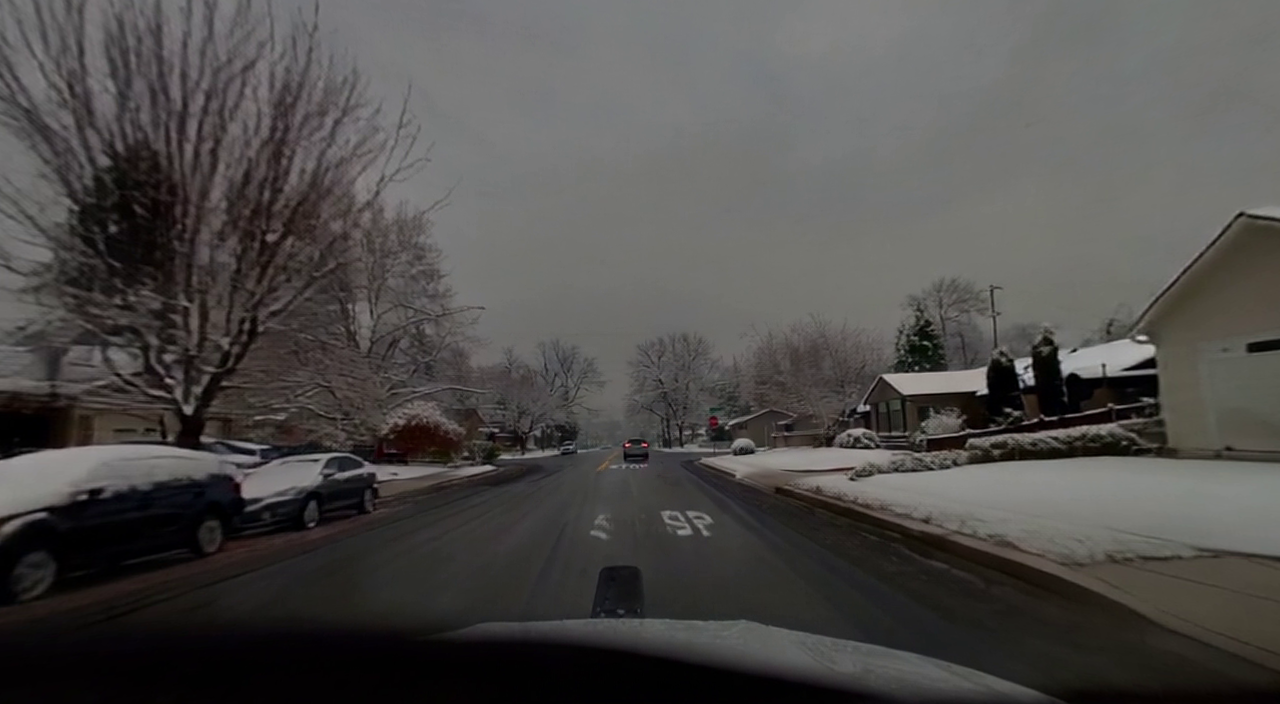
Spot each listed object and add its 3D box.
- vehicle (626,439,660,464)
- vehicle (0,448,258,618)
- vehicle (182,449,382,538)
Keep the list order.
[{"bbox_3d":[0.206,6.369,40.441,2.043,1.484,4.340,0,-8,0],"label":"vehicle"},{"bbox_3d":[-6.968,1.945,7.589,1.972,1.543,4.622,0,-8,-2],"label":"vehicle"},{"bbox_3d":[-6.971,2.736,12.826,1.789,1.481,3.957,0,-8,-1],"label":"vehicle"}]
